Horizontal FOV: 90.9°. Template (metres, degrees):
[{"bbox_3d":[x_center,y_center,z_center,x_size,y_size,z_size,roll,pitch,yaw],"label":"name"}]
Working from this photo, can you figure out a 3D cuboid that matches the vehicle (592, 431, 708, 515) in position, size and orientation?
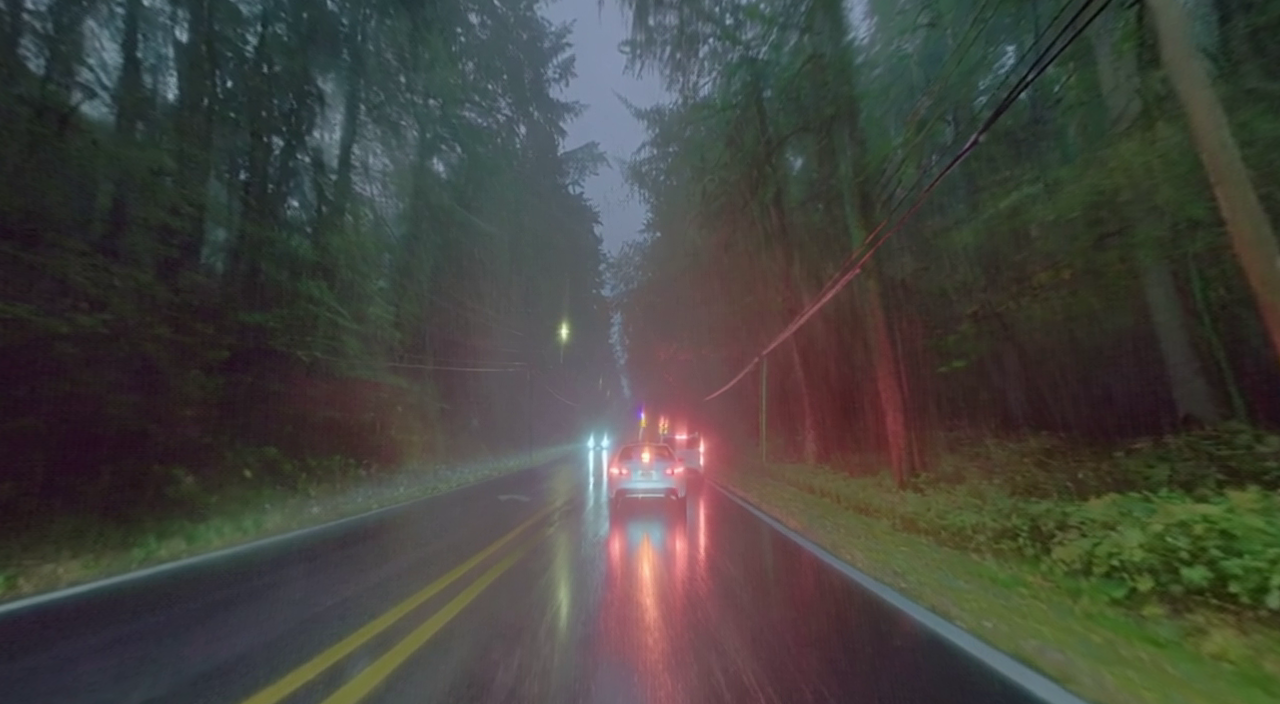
[{"bbox_3d":[0.163,2.459,13.289,2.081,1.503,3.726,0,-8,-1],"label":"vehicle"}]
